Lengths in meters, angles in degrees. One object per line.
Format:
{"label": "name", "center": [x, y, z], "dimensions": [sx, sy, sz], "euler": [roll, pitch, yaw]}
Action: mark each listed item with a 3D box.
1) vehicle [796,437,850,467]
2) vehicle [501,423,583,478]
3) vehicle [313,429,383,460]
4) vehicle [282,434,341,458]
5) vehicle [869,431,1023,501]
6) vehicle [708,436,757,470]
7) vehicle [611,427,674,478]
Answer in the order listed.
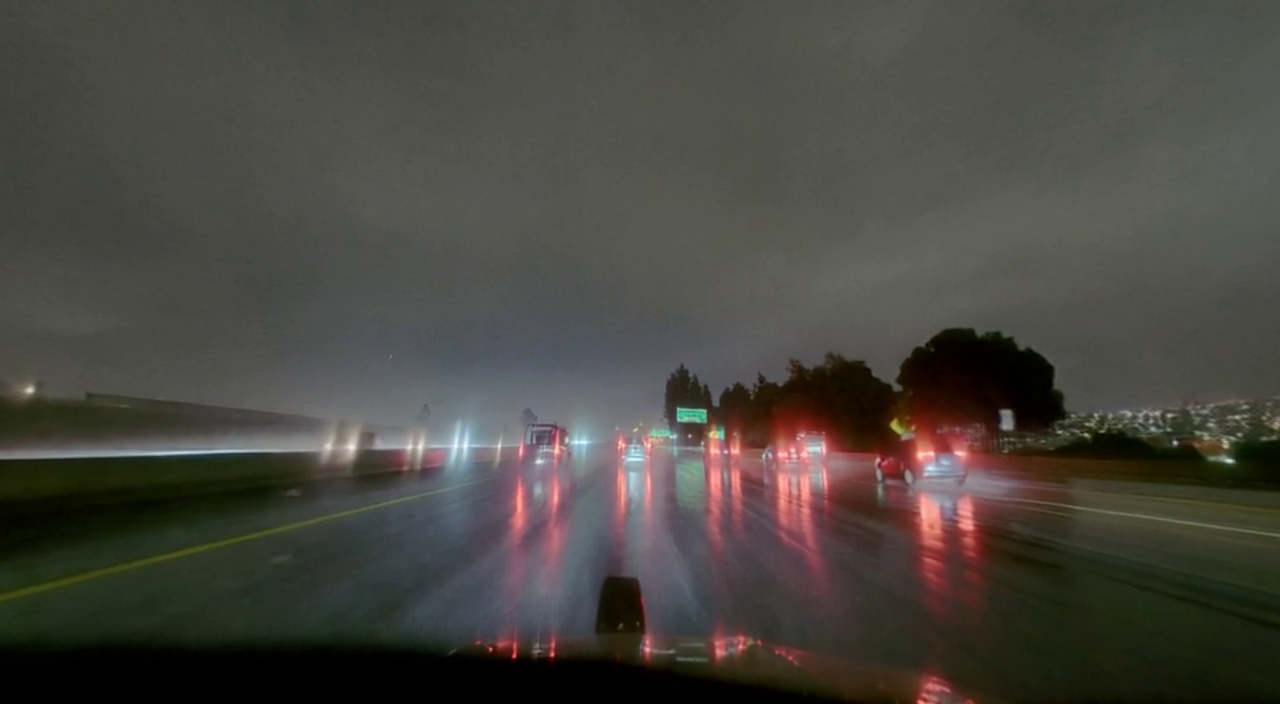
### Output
{"label": "vehicle", "center": [11.392, 6.277, 39.540], "dimensions": [2.010, 1.765, 4.375], "euler": [0, -9, -1]}
{"label": "vehicle", "center": [-3.448, 3.622, 23.272], "dimensions": [2.199, 1.777, 4.790], "euler": [0, -9, 1]}
{"label": "vehicle", "center": [-18.166, 5.781, 39.413], "dimensions": [2.029, 1.791, 4.668], "euler": [0, -9, 2]}
{"label": "vehicle", "center": [-24.220, 6.931, 46.586], "dimensions": [1.939, 1.654, 4.333], "euler": [0, -9, 1]}
{"label": "vehicle", "center": [7.736, 2.907, 16.429], "dimensions": [1.989, 1.569, 3.964], "euler": [0, -9, 0]}
{"label": "vehicle", "center": [4.897, 5.448, 33.979], "dimensions": [2.022, 1.682, 4.226], "euler": [0, -9, 0]}
{"label": "vehicle", "center": [0.086, 3.760, 23.752], "dimensions": [2.181, 1.728, 3.970], "euler": [0, -9, 0]}
